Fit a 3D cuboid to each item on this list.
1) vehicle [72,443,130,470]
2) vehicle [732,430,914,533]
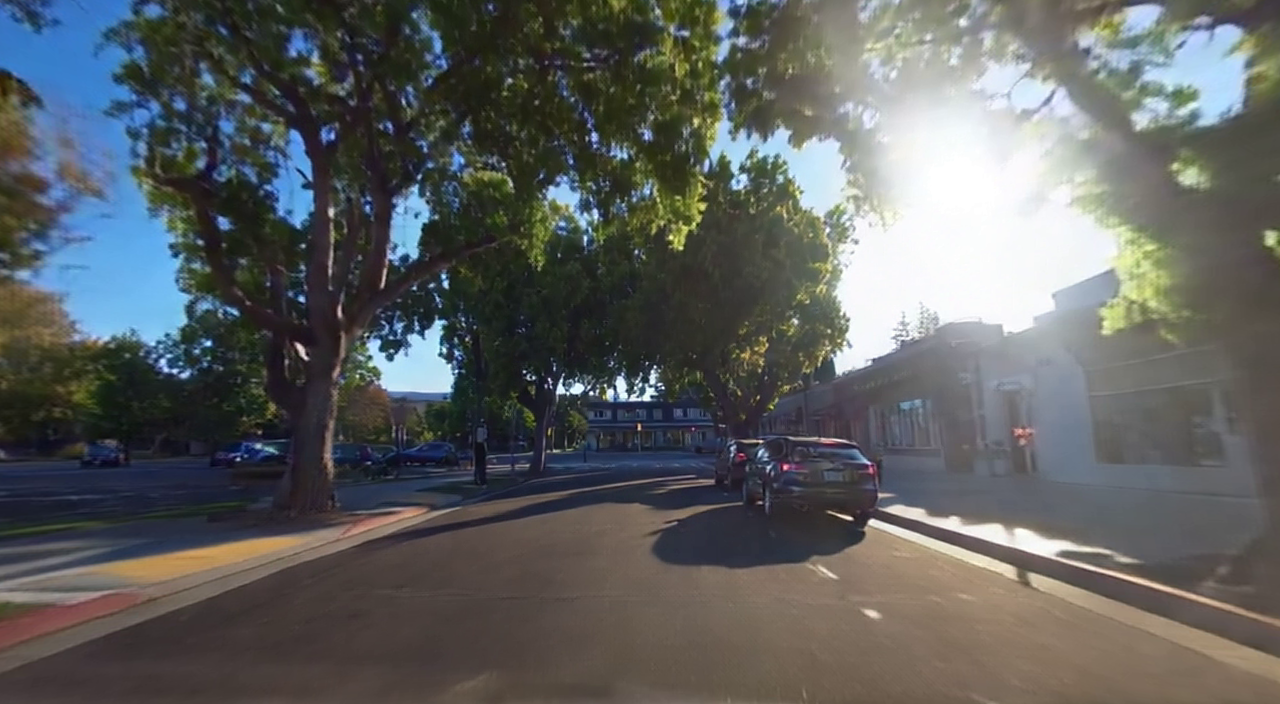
[{"bbox_3d":[-36.976,7.133,43.286,4.157,1.687,2.419,-7,-12,43],"label":"vehicle"},{"bbox_3d":[3.082,2.290,11.831,2.064,1.532,4.596,0,-8,0],"label":"vehicle"}]
